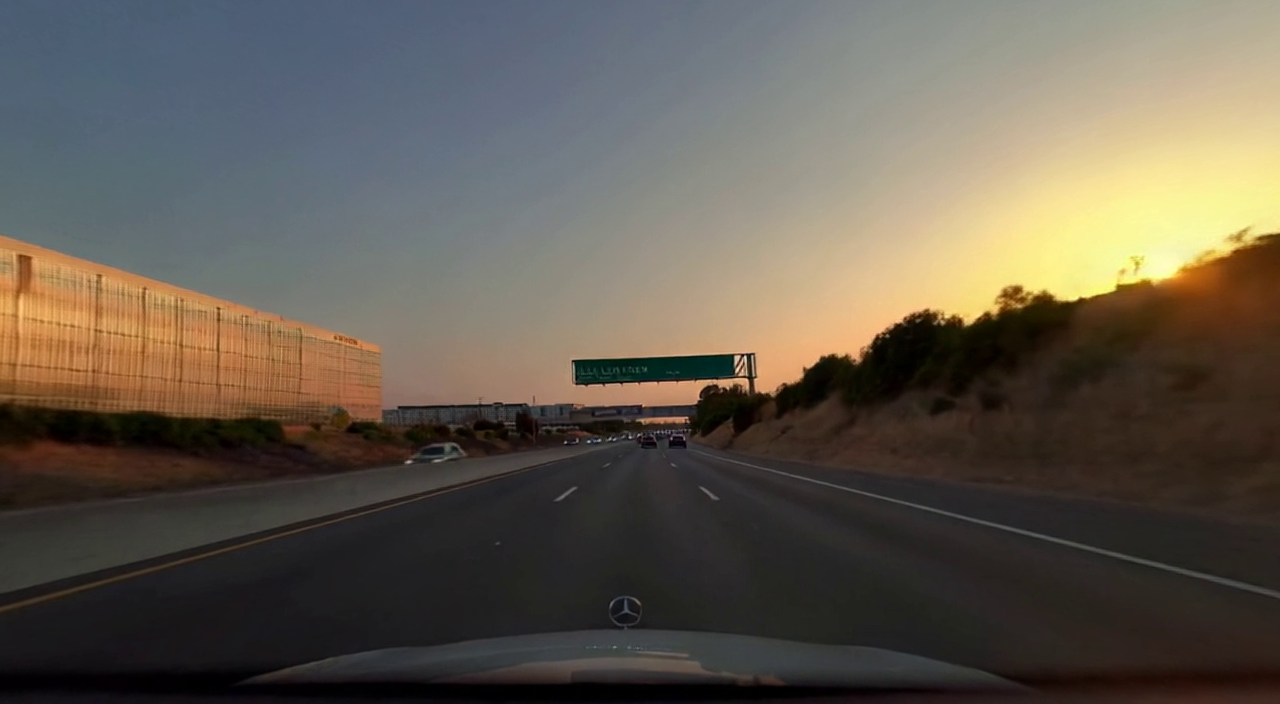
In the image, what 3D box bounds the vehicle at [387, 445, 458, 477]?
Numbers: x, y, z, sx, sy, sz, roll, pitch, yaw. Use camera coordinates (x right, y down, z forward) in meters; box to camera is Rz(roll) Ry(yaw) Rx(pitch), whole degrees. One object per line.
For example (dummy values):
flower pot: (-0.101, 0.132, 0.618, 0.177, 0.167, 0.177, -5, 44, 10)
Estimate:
vehicle: (-10.876, 5.459, 31.889, 1.894, 1.492, 4.480, 0, -8, 1)
